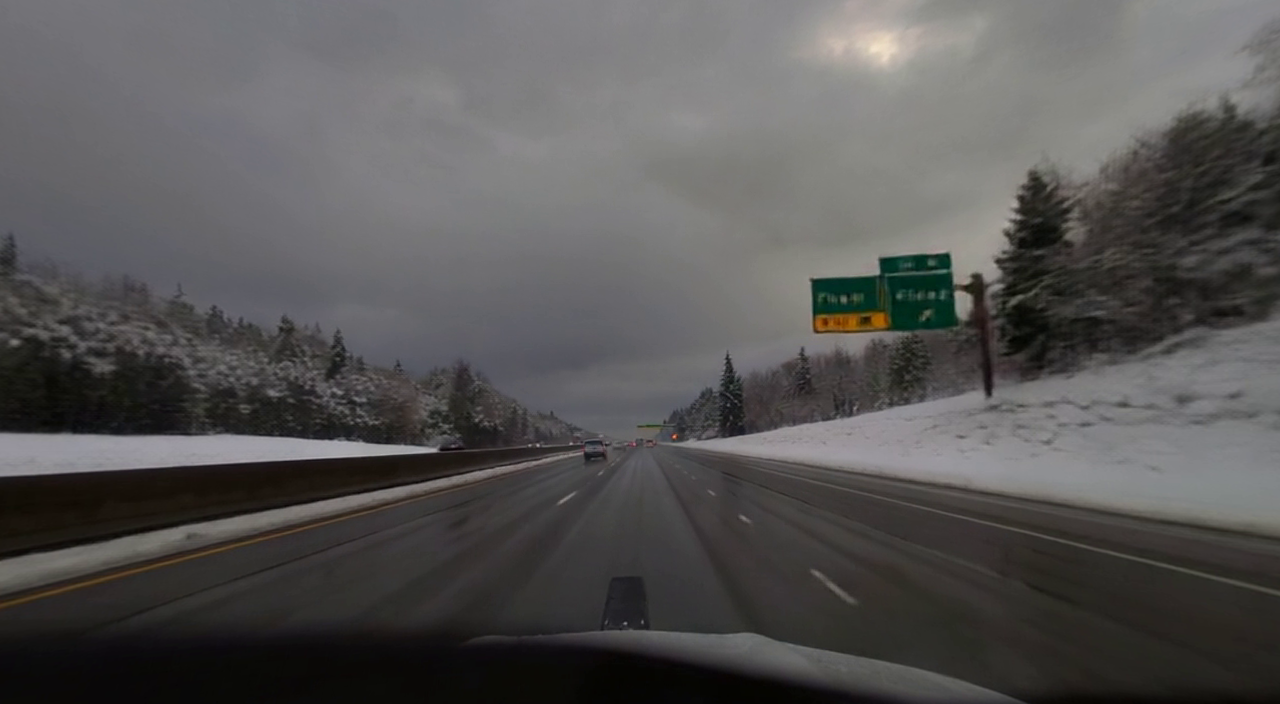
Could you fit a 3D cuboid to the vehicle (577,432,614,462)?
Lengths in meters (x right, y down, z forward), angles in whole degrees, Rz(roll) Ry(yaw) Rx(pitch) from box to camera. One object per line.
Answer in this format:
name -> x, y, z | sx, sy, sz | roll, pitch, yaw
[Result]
vehicle -> -3.148, 6.852, 45.541 | 2.286, 2.011, 4.452 | 0, -8, 1
